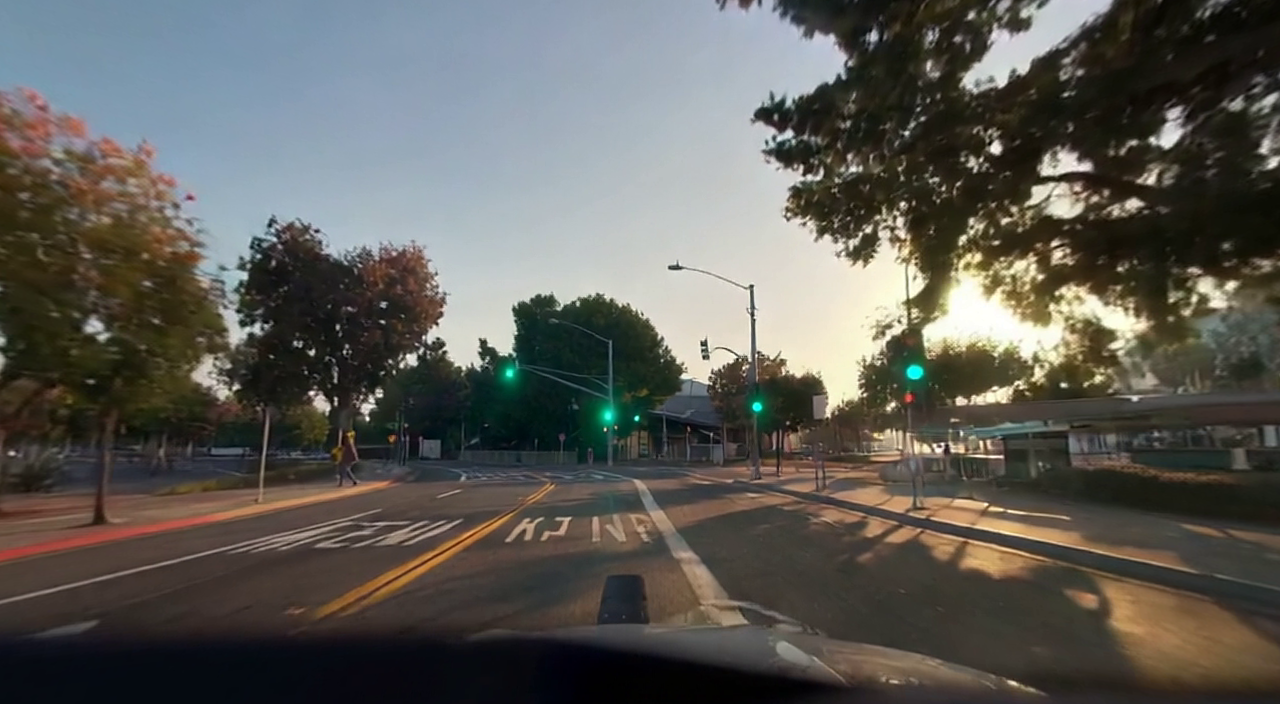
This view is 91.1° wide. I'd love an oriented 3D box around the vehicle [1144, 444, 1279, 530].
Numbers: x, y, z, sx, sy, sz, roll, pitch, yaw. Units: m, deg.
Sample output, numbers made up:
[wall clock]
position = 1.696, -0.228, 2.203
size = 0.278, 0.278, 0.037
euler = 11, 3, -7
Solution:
[vehicle]
position = 12.433, 2.426, 11.453
size = 4.484, 1.443, 2.094
euler = -1, -10, 9
